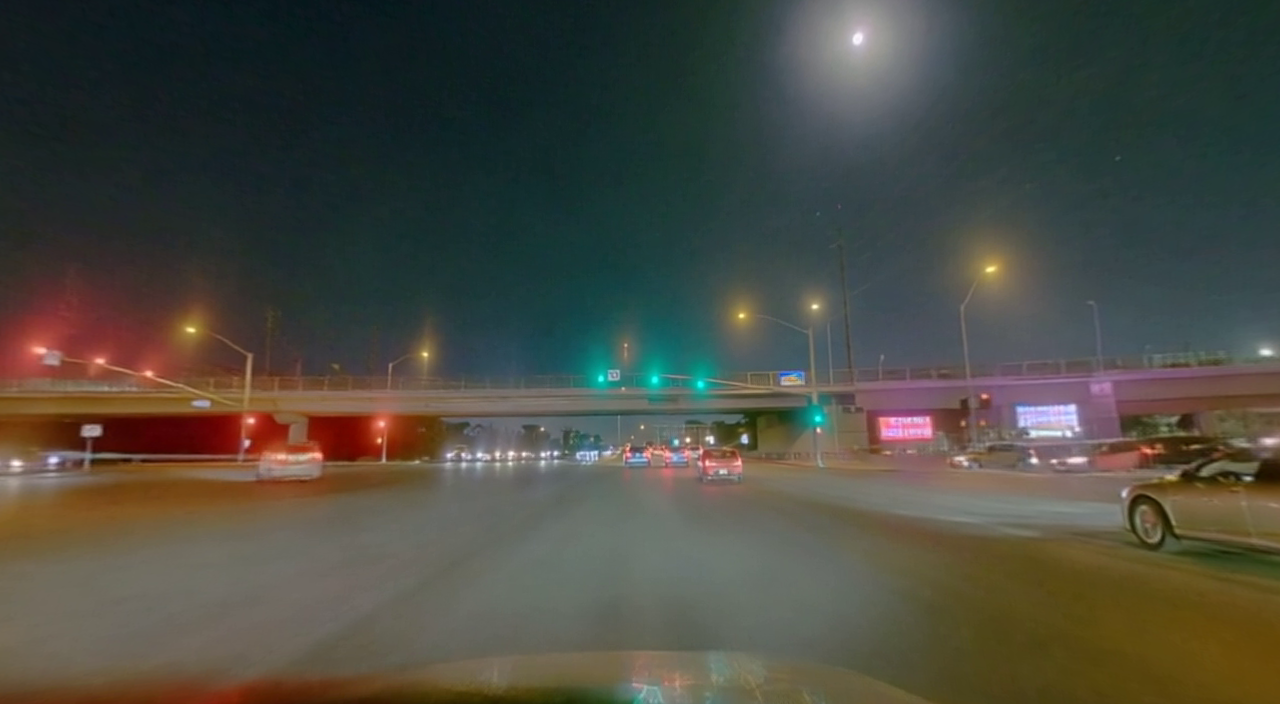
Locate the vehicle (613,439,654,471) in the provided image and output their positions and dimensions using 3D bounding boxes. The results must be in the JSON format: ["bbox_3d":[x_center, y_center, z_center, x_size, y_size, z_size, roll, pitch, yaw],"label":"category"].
[{"bbox_3d":[-0.354,5.764,35.313,2.172,1.694,4.055,0,-9,0],"label":"vehicle"}]

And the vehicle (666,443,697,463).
[{"bbox_3d":[3.284,8.050,49.968,2.119,1.509,4.495,0,-9,0],"label":"vehicle"}]

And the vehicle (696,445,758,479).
[{"bbox_3d":[3.815,4.900,28.311,2.156,1.404,4.120,0,-9,-1],"label":"vehicle"}]

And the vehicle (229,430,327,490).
[{"bbox_3d":[-14.240,4.145,24.519,2.485,2.012,5.498,7,-11,-37],"label":"vehicle"}]

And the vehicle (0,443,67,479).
[{"bbox_3d":[-34.738,5.947,34.412,5.302,1.847,2.233,-2,-9,16],"label":"vehicle"}]

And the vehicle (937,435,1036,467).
[{"bbox_3d":[20.245,5.863,36.915,4.638,1.694,2.079,-5,-12,19],"label":"vehicle"}]

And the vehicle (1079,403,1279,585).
[{"bbox_3d":[6.847,1.376,6.222,1.964,1.647,4.114,0,-9,0],"label":"vehicle"}]
